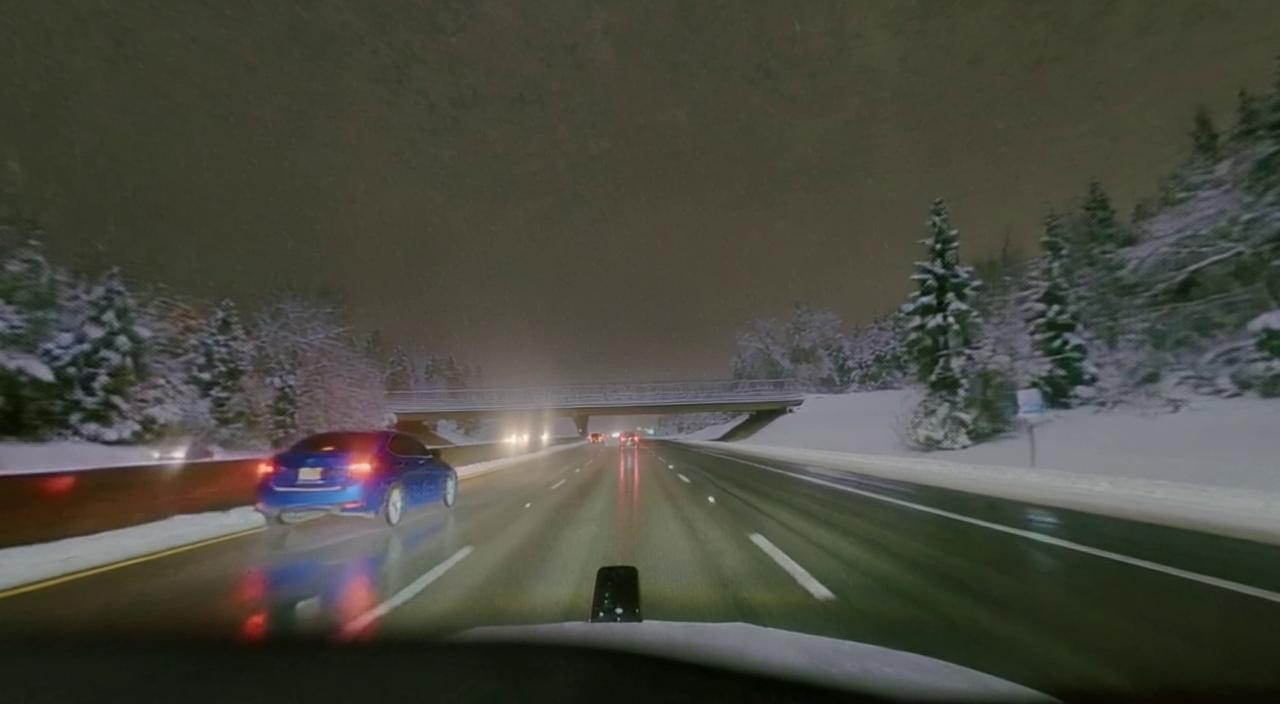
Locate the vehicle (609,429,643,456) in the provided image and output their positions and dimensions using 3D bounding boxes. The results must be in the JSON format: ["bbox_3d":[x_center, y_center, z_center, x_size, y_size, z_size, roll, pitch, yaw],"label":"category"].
[{"bbox_3d":[-0.919,5.924,41.297,2.116,1.625,4.004,0,-8,-1],"label":"vehicle"}]

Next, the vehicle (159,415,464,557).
[{"bbox_3d":[-4.207,1.759,9.136,2.017,1.537,4.496,0,-8,0],"label":"vehicle"}]
